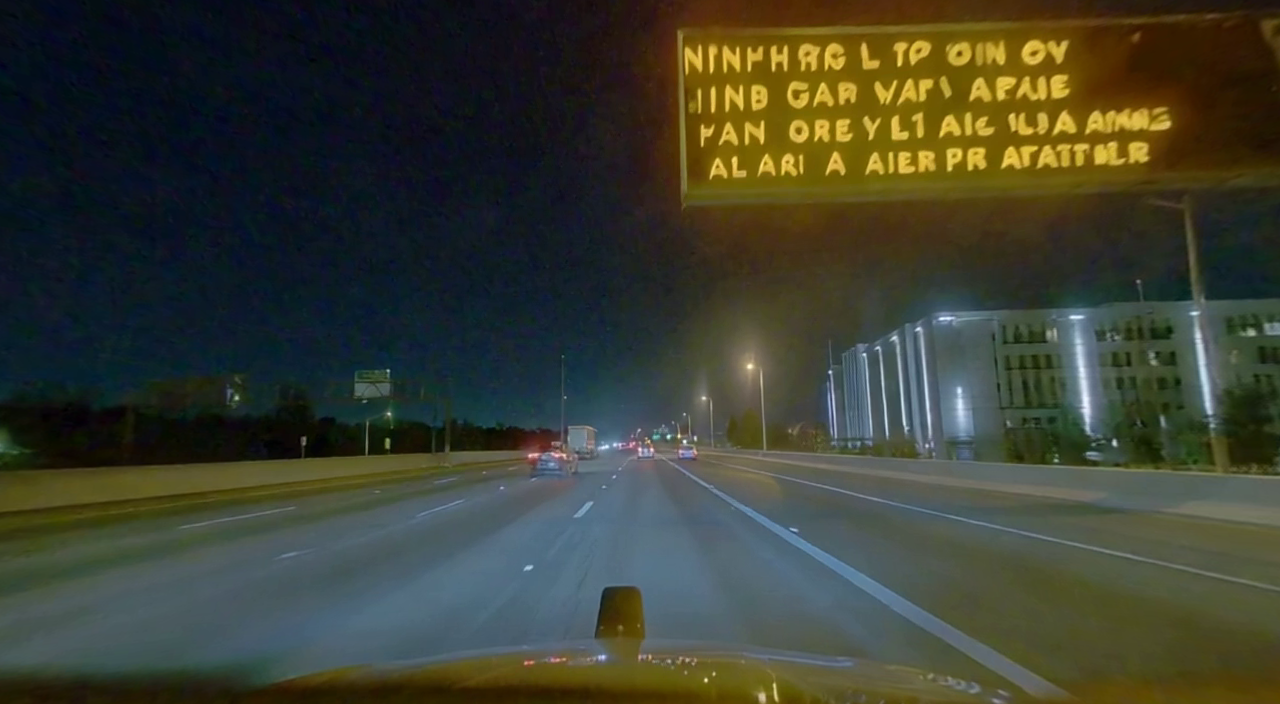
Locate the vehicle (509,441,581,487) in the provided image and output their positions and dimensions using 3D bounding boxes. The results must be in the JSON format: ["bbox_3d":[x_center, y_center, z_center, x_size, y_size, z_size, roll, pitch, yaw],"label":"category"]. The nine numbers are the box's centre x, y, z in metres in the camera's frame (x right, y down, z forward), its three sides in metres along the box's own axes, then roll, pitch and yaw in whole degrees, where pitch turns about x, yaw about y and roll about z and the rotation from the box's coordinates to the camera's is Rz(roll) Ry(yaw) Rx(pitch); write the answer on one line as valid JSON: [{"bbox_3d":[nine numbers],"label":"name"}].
[{"bbox_3d":[-3.646,4.409,25.077,2.195,1.630,4.336,0,-9,0],"label":"vehicle"}]

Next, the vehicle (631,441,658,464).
[{"bbox_3d":[0.309,7.937,49.826,2.021,1.666,4.108,0,-9,0],"label":"vehicle"}]
